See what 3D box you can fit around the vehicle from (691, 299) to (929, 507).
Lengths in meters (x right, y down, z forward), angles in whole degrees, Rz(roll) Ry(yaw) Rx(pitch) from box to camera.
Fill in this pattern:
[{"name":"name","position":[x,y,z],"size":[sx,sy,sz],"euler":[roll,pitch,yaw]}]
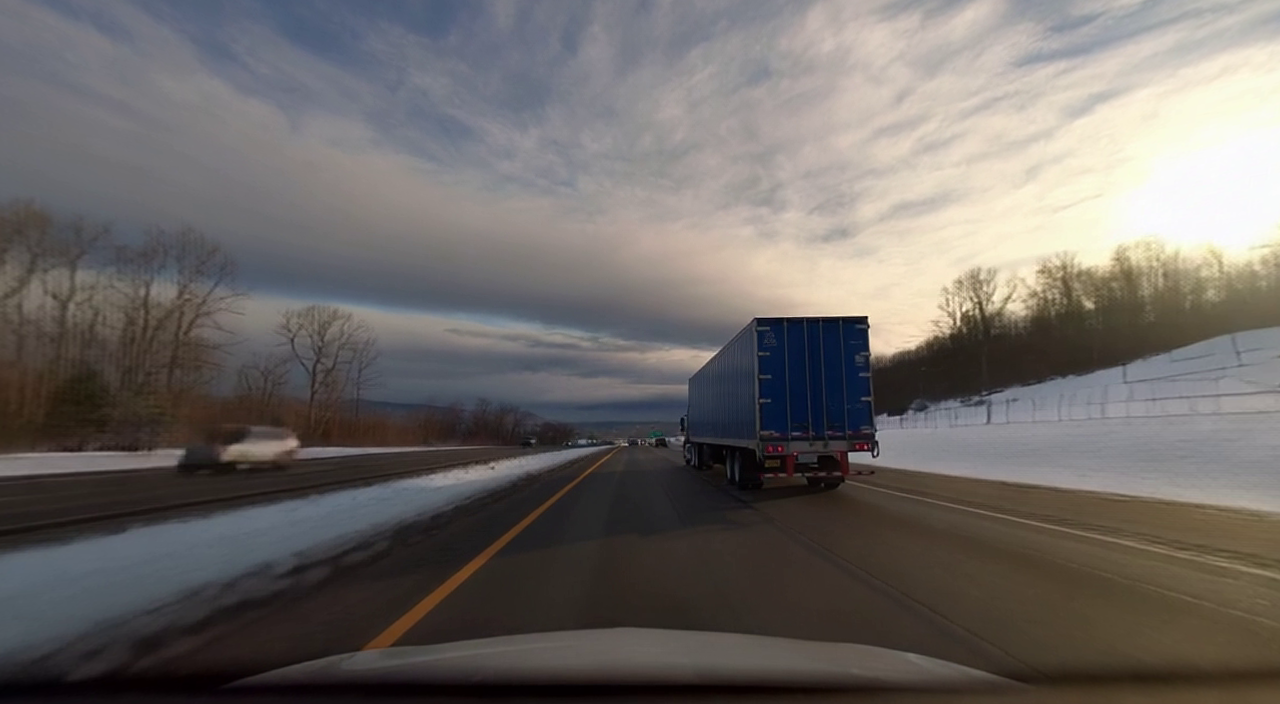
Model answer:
[{"name":"vehicle","position":[4.136,2.142,21.405],"size":[3.203,4.273,17.131],"euler":[0,-8,-1]}]

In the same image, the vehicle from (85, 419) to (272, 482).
[{"name":"vehicle","position":[-12.741,2.741,17.813],"size":[1.932,1.537,4.480],"euler":[0,-8,-1]}]
